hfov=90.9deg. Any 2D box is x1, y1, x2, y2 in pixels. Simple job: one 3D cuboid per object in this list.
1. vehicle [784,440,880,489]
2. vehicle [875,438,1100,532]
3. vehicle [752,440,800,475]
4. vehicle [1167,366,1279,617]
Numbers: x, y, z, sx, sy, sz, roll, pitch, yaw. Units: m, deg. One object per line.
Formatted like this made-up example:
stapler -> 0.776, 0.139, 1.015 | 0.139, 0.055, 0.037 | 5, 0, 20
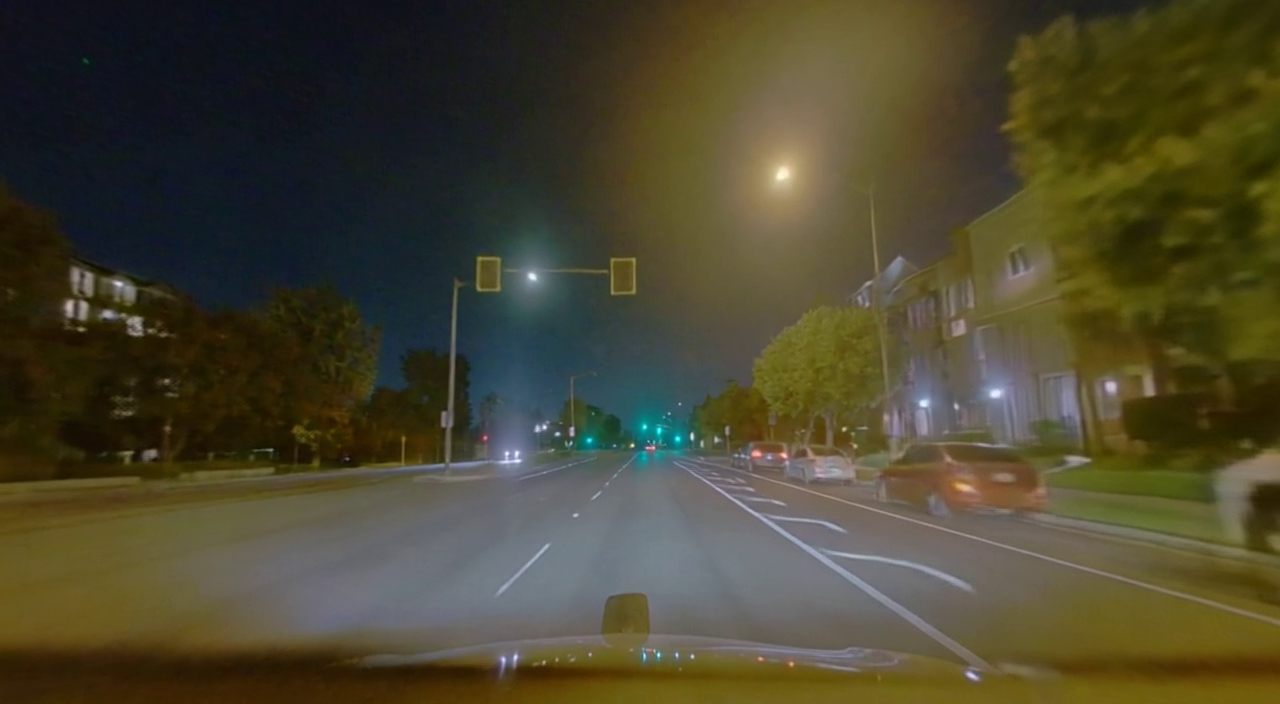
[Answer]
vehicle -> 6.393, 3.791, 21.564 | 1.976, 1.498, 4.390 | 0, -9, 1
vehicle -> 6.292, 2.420, 12.152 | 1.936, 1.456, 4.445 | 0, -9, 2
vehicle -> 6.555, 5.100, 30.650 | 1.752, 1.590, 3.090 | 0, -9, 2
vehicle -> 6.120, 0.860, 3.372 | 2.293, 1.942, 5.004 | 0, -9, 1
